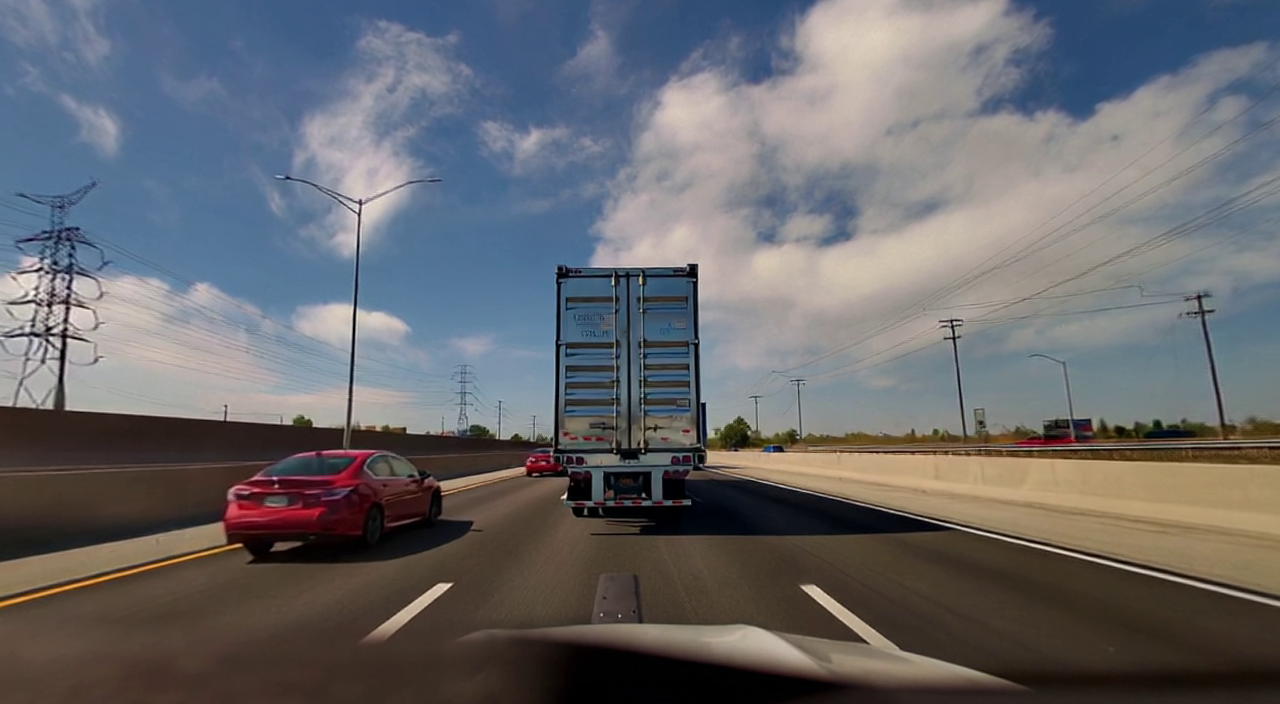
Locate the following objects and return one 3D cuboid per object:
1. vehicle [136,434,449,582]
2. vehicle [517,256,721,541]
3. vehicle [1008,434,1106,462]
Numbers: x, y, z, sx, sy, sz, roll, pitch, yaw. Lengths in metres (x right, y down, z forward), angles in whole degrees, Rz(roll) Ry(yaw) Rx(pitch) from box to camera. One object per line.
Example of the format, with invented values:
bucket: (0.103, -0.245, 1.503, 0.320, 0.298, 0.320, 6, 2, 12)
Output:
vehicle: (-4.219, 1.928, 8.673, 1.912, 1.485, 4.218, 0, -9, 0)
vehicle: (-0.263, 1.485, 15.051, 2.841, 4.071, 12.046, -1, -8, 0)
vehicle: (25.750, 5.960, 39.241, 1.932, 1.594, 4.579, 5, -10, -31)
